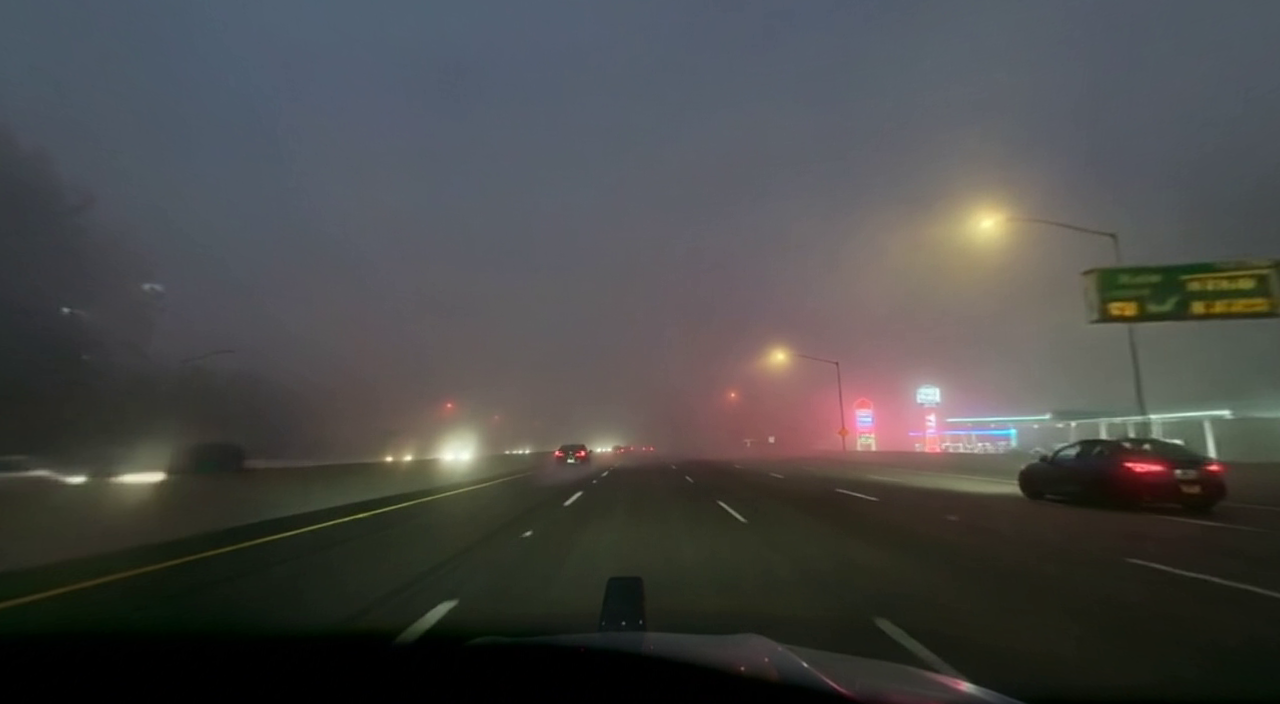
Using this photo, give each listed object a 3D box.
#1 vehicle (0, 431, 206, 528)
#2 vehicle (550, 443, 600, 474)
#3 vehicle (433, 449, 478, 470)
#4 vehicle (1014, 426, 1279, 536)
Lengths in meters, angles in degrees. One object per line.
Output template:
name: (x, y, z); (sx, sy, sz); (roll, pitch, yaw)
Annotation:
vehicle: (-11.371, 2.491, 12.850); (1.898, 1.610, 4.423); (0, -9, 0)
vehicle: (-3.330, 5.521, 32.950); (2.114, 1.510, 4.186); (-1, -9, 1)
vehicle: (-13.869, 8.089, 47.734); (1.926, 1.473, 4.838); (-1, -9, 1)
vehicle: (8.864, 2.110, 10.992); (1.909, 1.467, 4.940); (-1, -9, 4)
